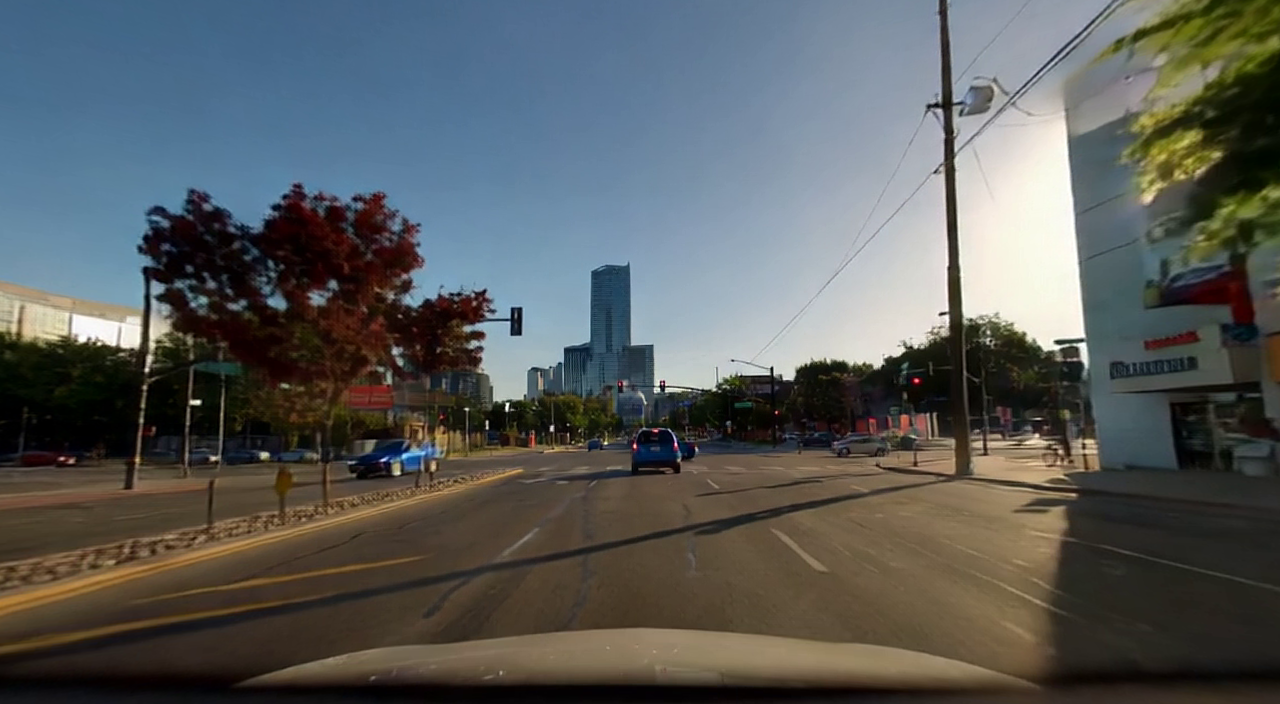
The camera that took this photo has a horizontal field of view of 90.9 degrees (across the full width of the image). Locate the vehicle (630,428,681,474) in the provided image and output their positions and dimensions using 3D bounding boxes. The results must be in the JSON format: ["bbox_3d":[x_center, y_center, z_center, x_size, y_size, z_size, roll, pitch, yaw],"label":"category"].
[{"bbox_3d":[0.645,4.150,26.604,1.994,1.759,4.186,0,-8,1],"label":"vehicle"}]

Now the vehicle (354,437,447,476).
[{"bbox_3d":[-11.240,4.910,29.967,1.954,1.673,4.460,-2,-8,12],"label":"vehicle"}]
